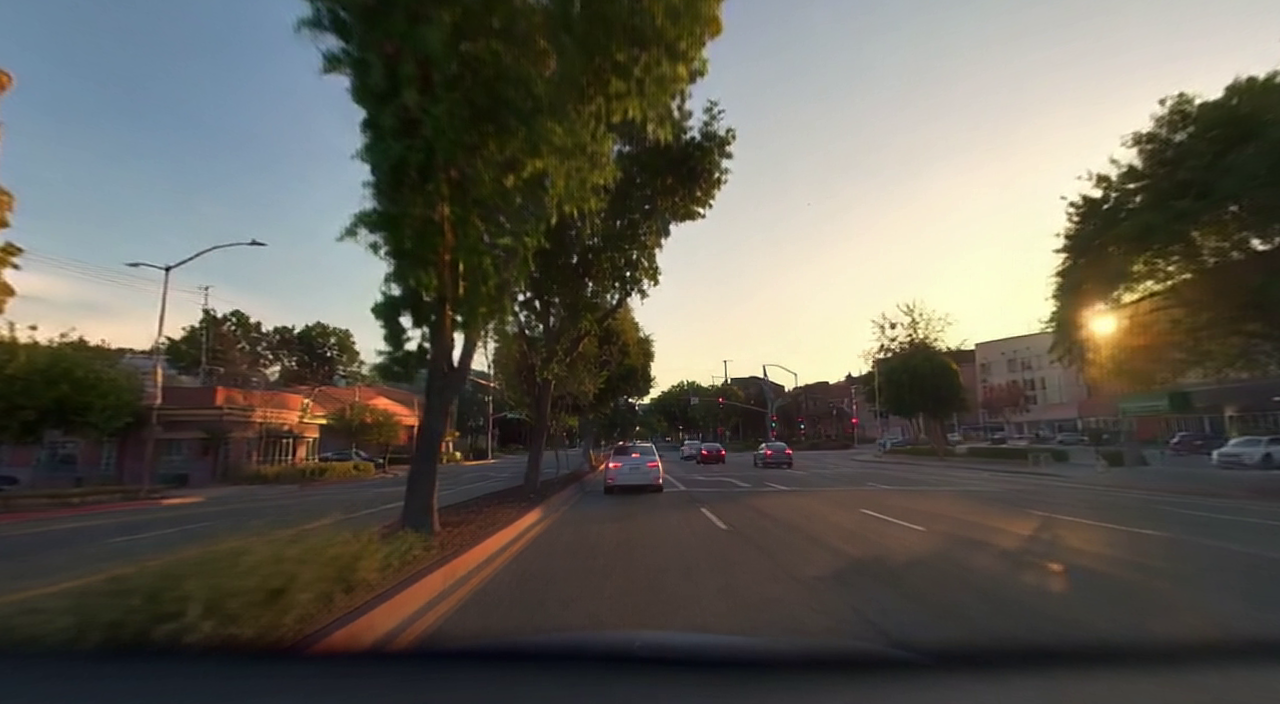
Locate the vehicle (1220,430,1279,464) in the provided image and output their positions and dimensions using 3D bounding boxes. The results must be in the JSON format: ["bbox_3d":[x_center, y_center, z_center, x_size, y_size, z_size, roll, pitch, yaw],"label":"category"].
[{"bbox_3d":[31.939,4.731,31.530,1.873,1.588,4.133,-2,-8,-1],"label":"vehicle"}]

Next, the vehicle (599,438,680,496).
[{"bbox_3d":[-0.051,3.237,18.159,2.064,1.477,3.968,0,-8,-1],"label":"vehicle"}]

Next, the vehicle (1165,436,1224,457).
[{"bbox_3d":[40.319,6.885,45.919,3.834,1.470,1.910,4,-10,-28],"label":"vehicle"}]
